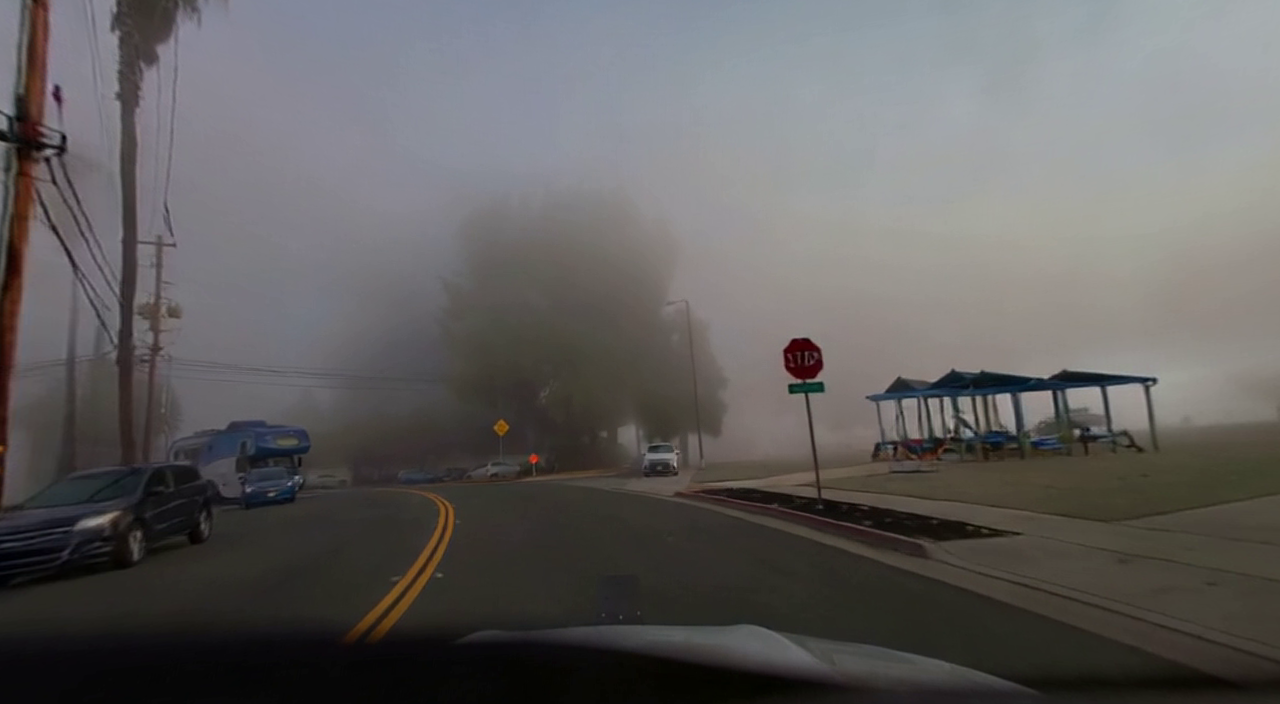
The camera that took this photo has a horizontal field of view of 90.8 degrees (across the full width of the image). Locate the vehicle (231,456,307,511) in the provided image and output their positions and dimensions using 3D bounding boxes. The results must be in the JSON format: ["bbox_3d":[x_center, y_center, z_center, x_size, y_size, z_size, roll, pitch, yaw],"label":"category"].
[{"bbox_3d":[-13.554,4.661,22.943,2.103,1.599,4.865,3,-9,-32],"label":"vehicle"}]

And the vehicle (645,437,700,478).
[{"bbox_3d":[1.644,5.668,34.471,2.508,1.887,5.930,-1,-7,-1],"label":"vehicle"}]

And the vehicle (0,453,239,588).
[{"bbox_3d":[-8.498,2.559,10.472,2.085,1.545,4.340,1,-7,-18],"label":"vehicle"}]
